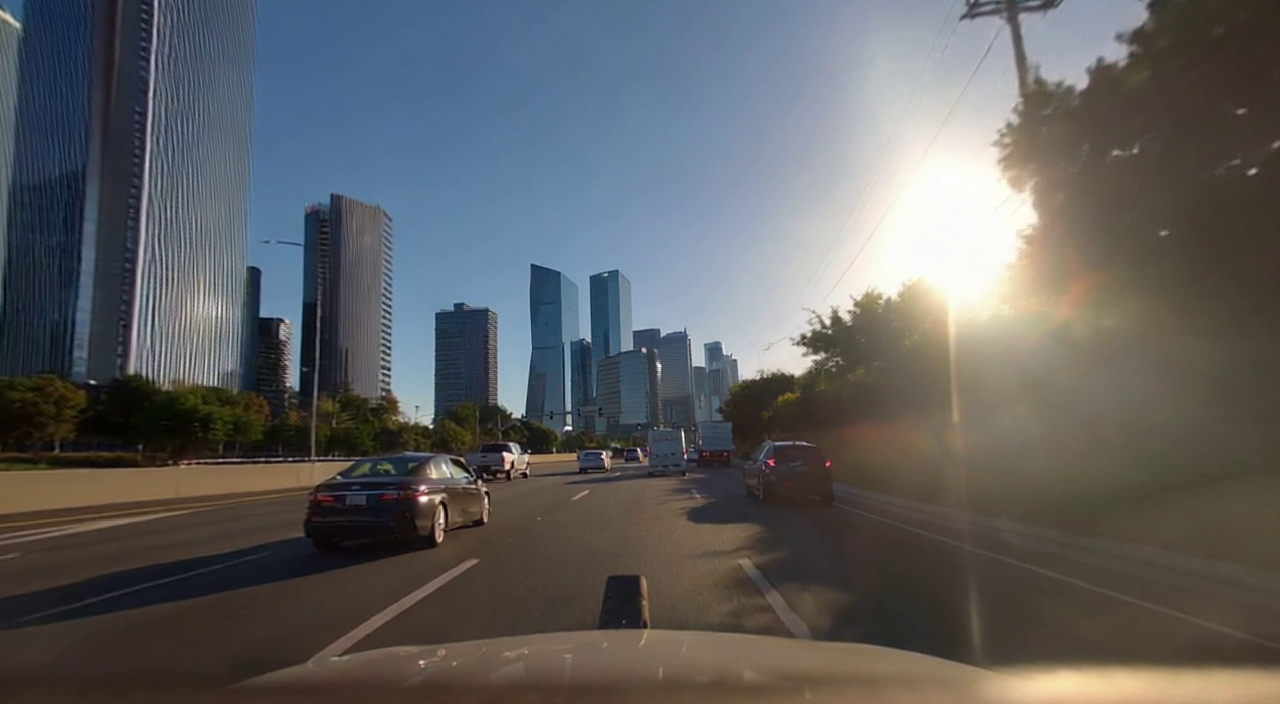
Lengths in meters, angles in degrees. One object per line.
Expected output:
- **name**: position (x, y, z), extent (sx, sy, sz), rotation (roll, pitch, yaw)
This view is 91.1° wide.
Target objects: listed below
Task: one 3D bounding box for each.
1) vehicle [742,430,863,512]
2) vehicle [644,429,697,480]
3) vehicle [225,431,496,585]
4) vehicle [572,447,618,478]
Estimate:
- **vehicle**: position (4.237, 3.188, 17.263), extent (2.283, 1.923, 4.427), rotation (0, -9, 2)
- **vehicle**: position (1.713, 5.353, 32.997), extent (2.457, 2.440, 5.486), rotation (-1, -9, 6)
- **vehicle**: position (-3.465, 1.974, 8.725), extent (1.934, 1.643, 3.718), rotation (0, -9, 2)
- **vehicle**: position (-2.463, 6.135, 35.166), extent (1.984, 1.567, 4.311), rotation (0, -9, 4)
